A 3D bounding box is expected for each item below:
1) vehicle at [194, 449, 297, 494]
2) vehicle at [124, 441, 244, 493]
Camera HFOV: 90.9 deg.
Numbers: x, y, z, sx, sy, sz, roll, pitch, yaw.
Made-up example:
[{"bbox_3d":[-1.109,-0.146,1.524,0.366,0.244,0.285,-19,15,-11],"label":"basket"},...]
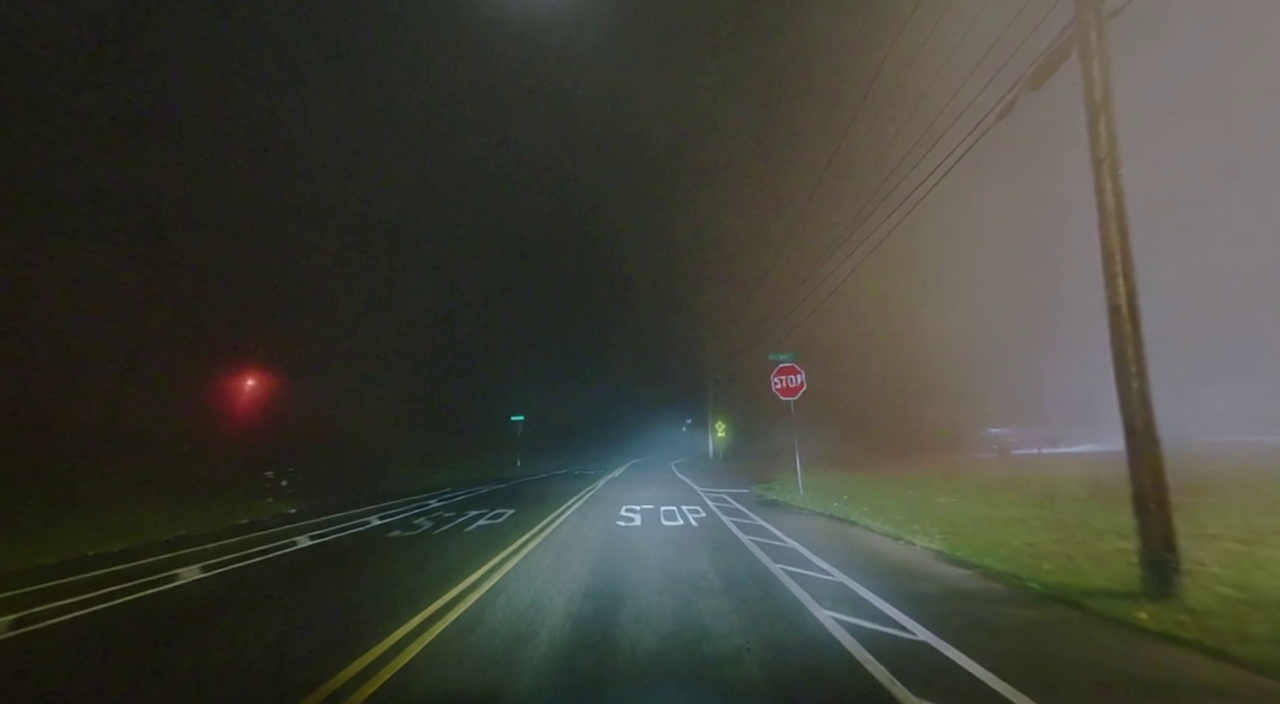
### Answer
[{"bbox_3d":[-14.730,4.440,23.777,1.739,1.539,3.548,0,-8,-4],"label":"vehicle"},{"bbox_3d":[-17.882,4.527,24.995,1.849,1.831,3.980,-2,-10,-2],"label":"vehicle"}]
